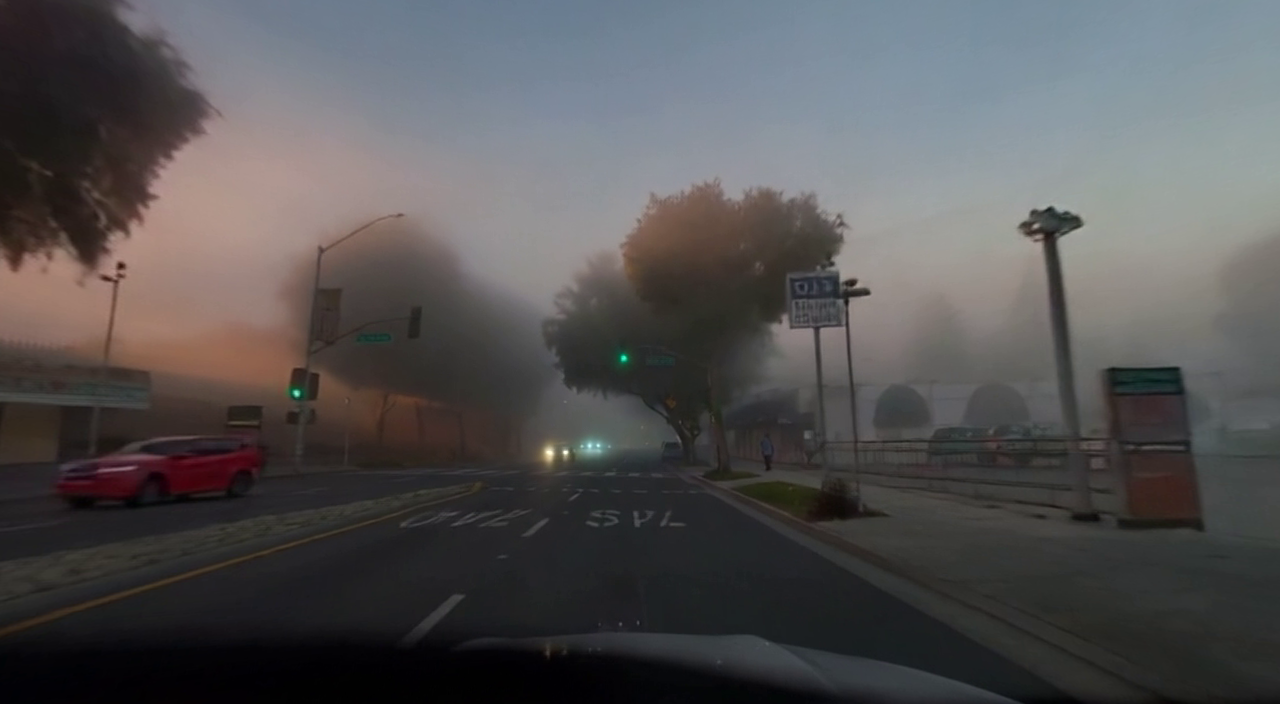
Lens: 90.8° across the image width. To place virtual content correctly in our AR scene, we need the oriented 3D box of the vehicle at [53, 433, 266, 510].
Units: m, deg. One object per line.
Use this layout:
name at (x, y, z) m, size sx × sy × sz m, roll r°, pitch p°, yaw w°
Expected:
vehicle at (-10.819, 2.701, 14.657) m, size 1.873 × 1.532 × 3.777 m, roll 0°, pitch -9°, yaw 1°

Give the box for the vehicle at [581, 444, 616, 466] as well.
vehicle at (-2.908, 7.330, 45.147) m, size 2.122 × 1.469 × 4.388 m, roll 0°, pitch -9°, yaw 1°
